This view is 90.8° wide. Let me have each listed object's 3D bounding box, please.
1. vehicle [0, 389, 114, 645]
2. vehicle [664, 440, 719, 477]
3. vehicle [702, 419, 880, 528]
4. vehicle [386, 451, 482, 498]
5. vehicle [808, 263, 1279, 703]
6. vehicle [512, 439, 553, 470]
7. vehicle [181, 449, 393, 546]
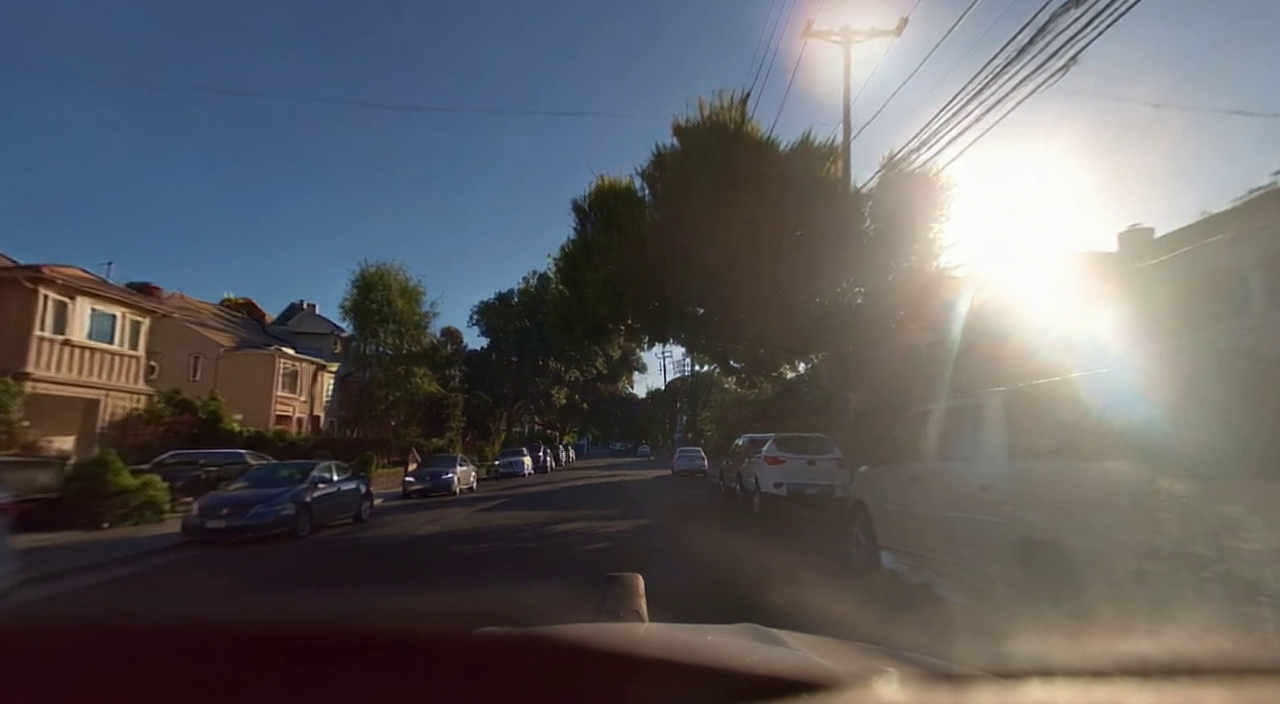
[{"bbox_3d":[-5.926,1.068,3.408,2.059,1.969,4.925,0,-8,-3],"label":"vehicle"},{"bbox_3d":[2.757,5.888,35.410,2.365,1.874,5.669,0,-8,-2],"label":"vehicle"},{"bbox_3d":[3.009,2.586,14.193,2.427,1.947,5.329,0,-8,-3],"label":"vehicle"},{"bbox_3d":[-6.795,4.056,21.328,1.958,1.359,4.357,0,-8,-3],"label":"vehicle"},{"bbox_3d":[3.153,1.033,5.123,2.295,2.279,4.578,0,-8,0],"label":"vehicle"},{"bbox_3d":[-7.337,7.043,43.600,2.183,1.972,4.817,0,-8,-2],"label":"vehicle"},{"bbox_3d":[-6.597,2.704,12.554,1.866,1.474,4.753,0,-8,-6],"label":"vehicle"}]
